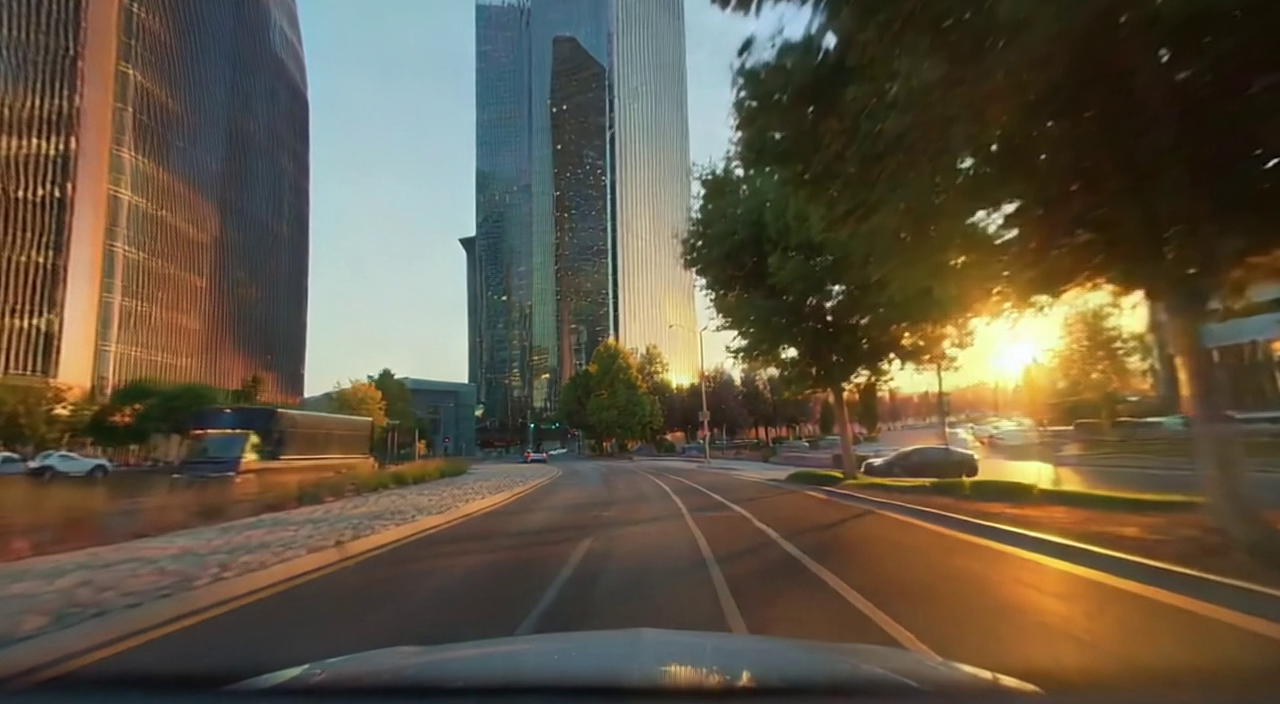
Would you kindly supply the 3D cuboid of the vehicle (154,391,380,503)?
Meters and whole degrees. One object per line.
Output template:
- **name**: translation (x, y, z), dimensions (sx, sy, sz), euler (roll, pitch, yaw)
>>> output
- **vehicle**: translation (-14.372, 3.898, 25.970), dimensions (3.052, 3.601, 10.794), euler (1, -9, -2)

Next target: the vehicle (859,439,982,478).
- **vehicle**: translation (12.903, 4.934, 29.245), dimensions (4.728, 1.696, 1.973), euler (0, -9, 4)
